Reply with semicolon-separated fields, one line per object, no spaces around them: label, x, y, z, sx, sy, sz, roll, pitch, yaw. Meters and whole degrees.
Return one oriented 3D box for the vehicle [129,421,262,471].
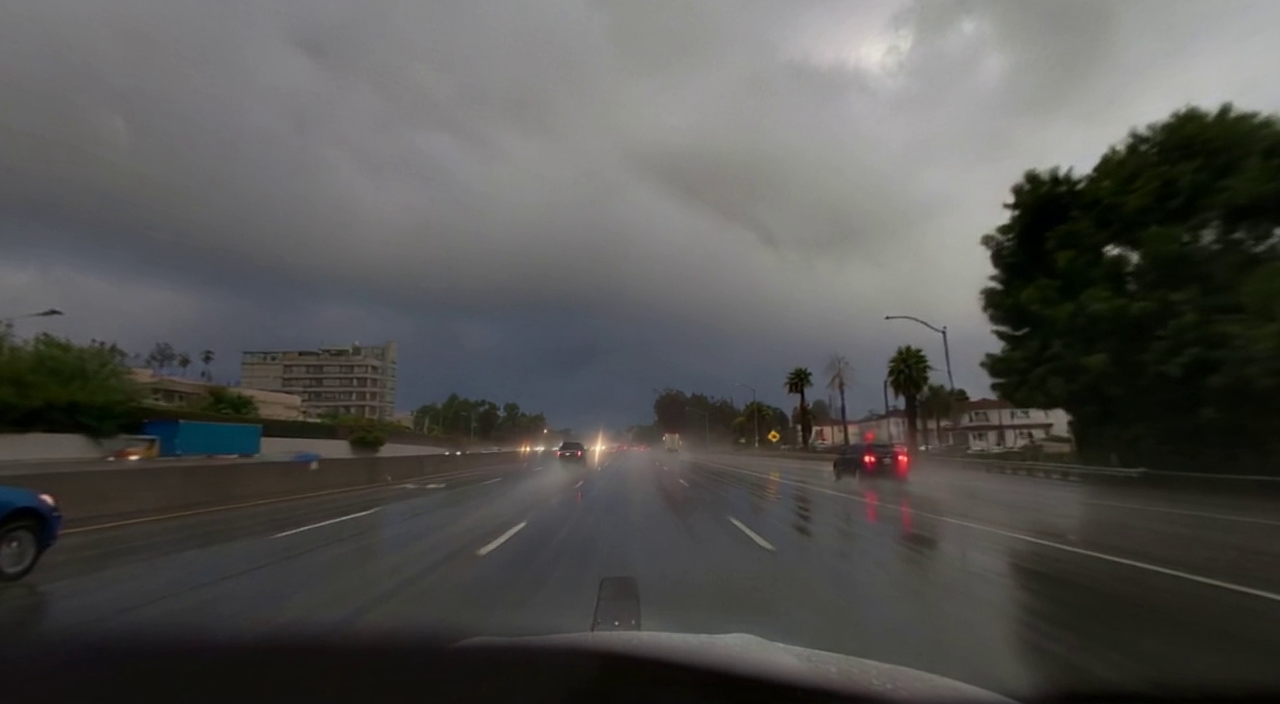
vehicle;-33.062;7.137;47.727;3.181;3.372;9.724;0;-9;-2

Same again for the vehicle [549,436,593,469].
vehicle;-4.235;6.328;39.805;2.225;1.967;4.673;0;-9;0

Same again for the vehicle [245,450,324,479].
vehicle;-18.669;5.883;33.396;1.796;1.416;4.085;0;-9;0

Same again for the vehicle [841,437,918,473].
vehicle;12.957;5.619;34.490;2.168;1.792;4.457;0;-9;-4
